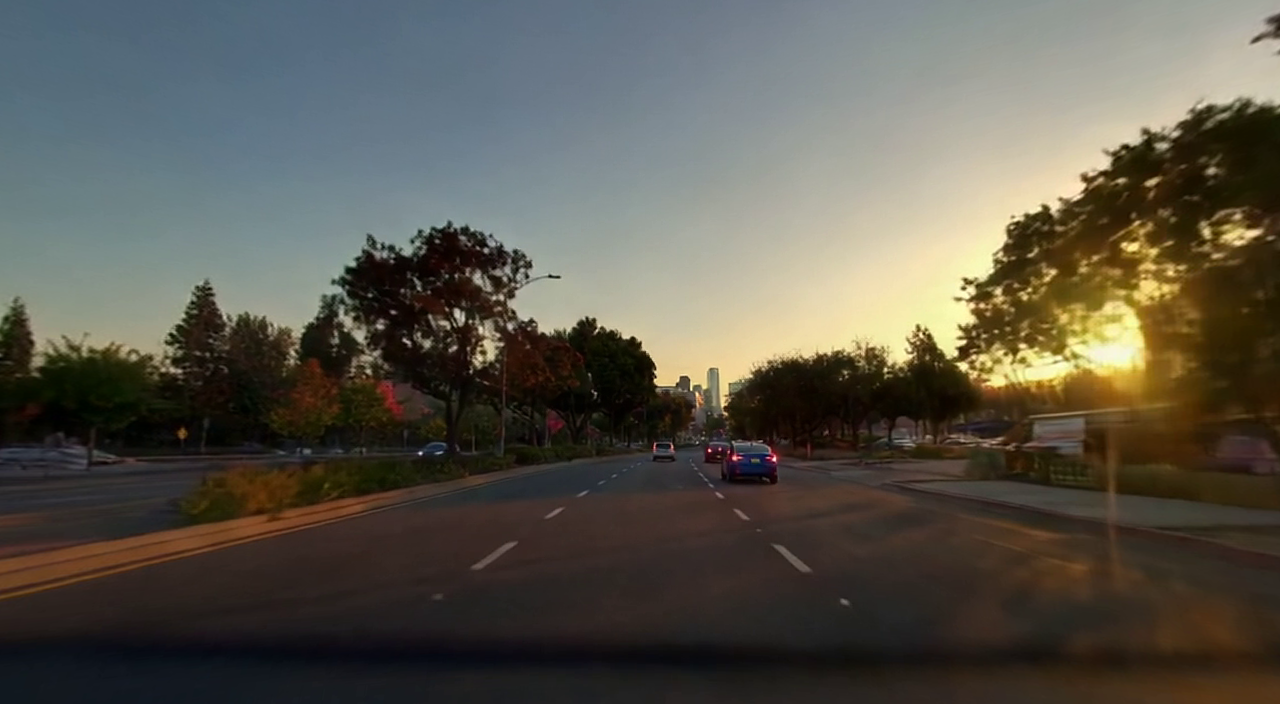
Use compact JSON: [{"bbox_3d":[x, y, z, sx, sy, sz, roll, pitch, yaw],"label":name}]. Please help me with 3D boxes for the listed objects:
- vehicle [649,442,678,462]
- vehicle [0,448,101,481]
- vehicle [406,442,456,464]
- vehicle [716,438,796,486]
[{"bbox_3d":[1.891,7.871,49.651,2.059,1.477,3.988,-1,-8,5],"label":"vehicle"},{"bbox_3d":[-27.659,5.074,28.575,4.456,1.428,1.950,1,-8,-6],"label":"vehicle"},{"bbox_3d":[-15.200,7.351,46.063,2.055,1.495,4.772,0,-8,0],"label":"vehicle"},{"bbox_3d":[3.941,3.807,22.149,1.981,1.499,4.536,0,-8,0],"label":"vehicle"}]
